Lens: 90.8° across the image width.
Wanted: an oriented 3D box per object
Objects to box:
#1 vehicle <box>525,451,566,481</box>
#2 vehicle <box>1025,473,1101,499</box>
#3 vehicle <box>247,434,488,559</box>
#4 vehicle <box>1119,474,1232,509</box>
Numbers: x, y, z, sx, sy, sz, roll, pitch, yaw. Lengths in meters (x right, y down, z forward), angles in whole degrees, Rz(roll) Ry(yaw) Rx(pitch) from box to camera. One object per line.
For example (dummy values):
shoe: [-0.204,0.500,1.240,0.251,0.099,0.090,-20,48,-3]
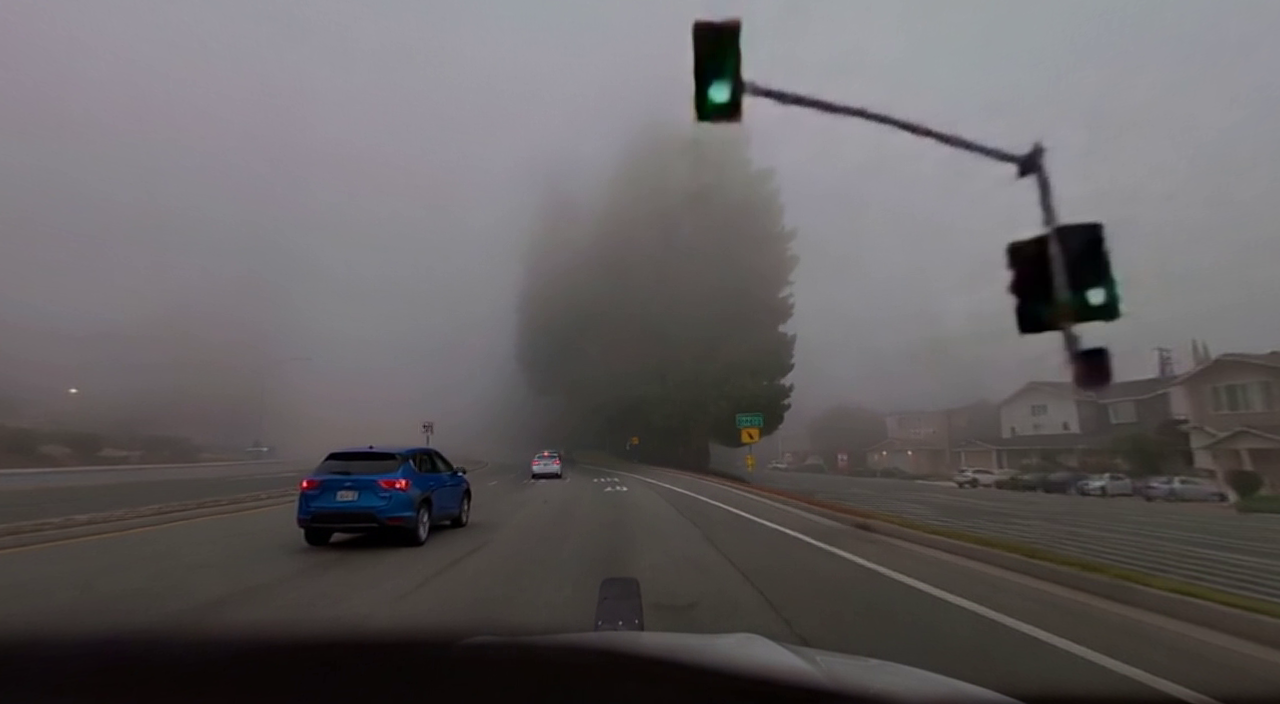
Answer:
vehicle: [-5.063,6.119,34.282,1.904,1.476,3.736,0,-9,-4]
vehicle: [32.430,10.238,48.662,1.967,1.647,4.948,1,-9,-8]
vehicle: [-4.131,2.241,10.636,2.098,1.613,4.606,0,-8,-2]
vehicle: [33.915,8.828,40.263,2.073,1.767,5.346,1,-8,-8]
